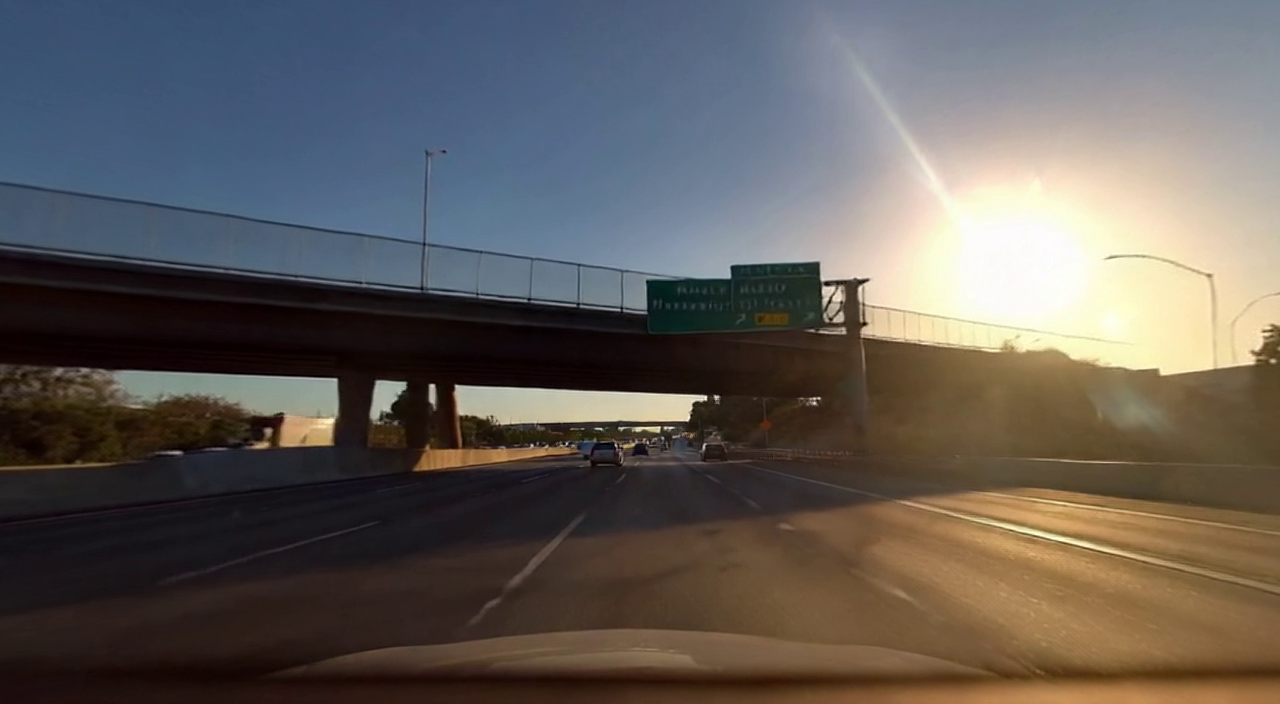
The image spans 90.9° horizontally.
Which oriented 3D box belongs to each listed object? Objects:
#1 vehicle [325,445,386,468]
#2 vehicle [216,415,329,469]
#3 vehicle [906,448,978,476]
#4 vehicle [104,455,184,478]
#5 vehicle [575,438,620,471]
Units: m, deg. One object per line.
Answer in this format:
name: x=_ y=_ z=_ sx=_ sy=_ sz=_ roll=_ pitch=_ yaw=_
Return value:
vehicle: x=-18.927 y=6.947 z=42.126 sx=1.949 sy=1.447 sz=4.275 roll=-1 pitch=-8 yaw=2
vehicle: x=-23.065 y=5.726 z=40.094 sx=2.786 sy=3.101 sz=6.737 roll=-1 pitch=-8 yaw=3
vehicle: x=17.626 y=6.394 z=37.088 sx=1.818 sy=1.497 sz=4.469 roll=0 pitch=-8 yaw=-3
vehicle: x=-34.385 y=7.904 z=43.909 sx=1.772 sy=1.426 sz=4.570 roll=0 pitch=-8 yaw=1
vehicle: x=-2.330 y=5.796 z=35.766 sx=2.196 sy=1.733 sz=4.355 roll=0 pitch=-8 yaw=1
